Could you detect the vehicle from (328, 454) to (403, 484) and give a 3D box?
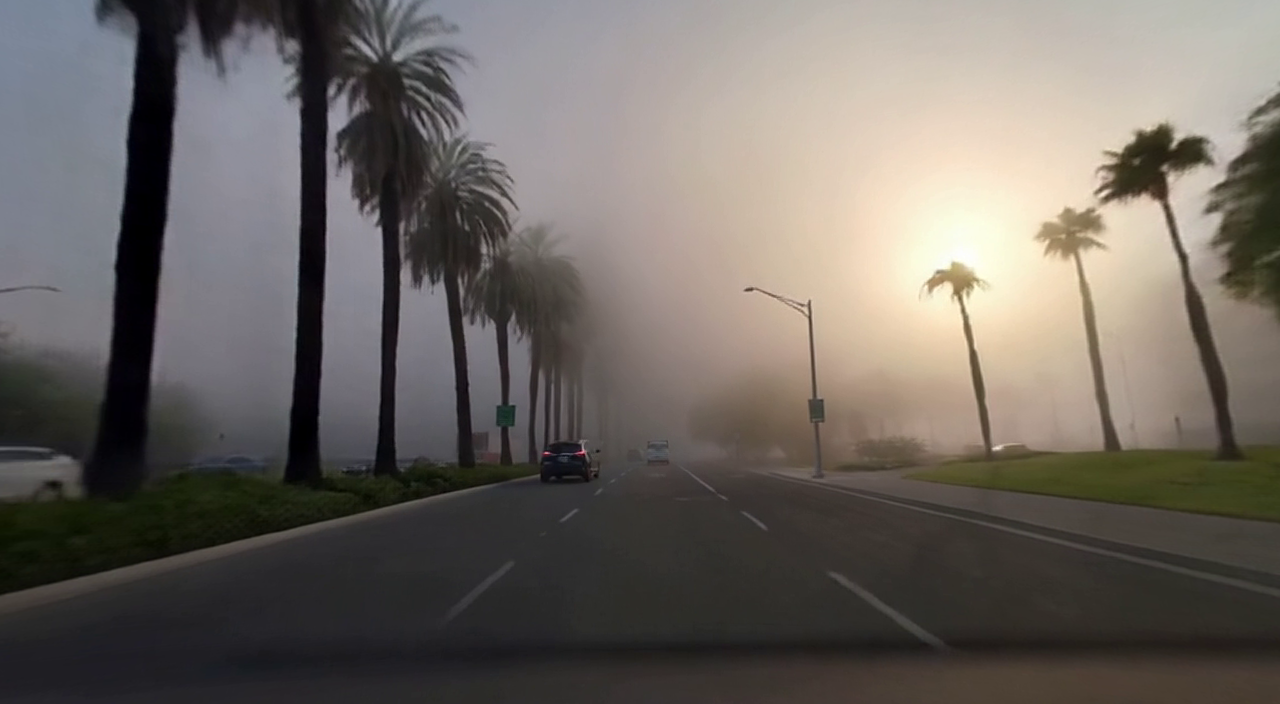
[{"bbox_3d":[-15.678,6.702,36.185,2.195,1.559,4.362,0,-8,3],"label":"vehicle"}]

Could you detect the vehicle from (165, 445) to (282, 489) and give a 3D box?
[{"bbox_3d":[-20.212,5.564,30.792,2.146,1.913,4.993,0,-8,2],"label":"vehicle"}]

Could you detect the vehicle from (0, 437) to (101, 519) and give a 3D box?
[{"bbox_3d":[-16.281,3.034,15.188,2.142,1.913,4.745,0,-8,2],"label":"vehicle"}]

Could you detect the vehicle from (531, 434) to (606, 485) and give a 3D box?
[{"bbox_3d":[-2.732,4.273,25.305,2.188,1.819,4.667,-1,-8,4],"label":"vehicle"}]
